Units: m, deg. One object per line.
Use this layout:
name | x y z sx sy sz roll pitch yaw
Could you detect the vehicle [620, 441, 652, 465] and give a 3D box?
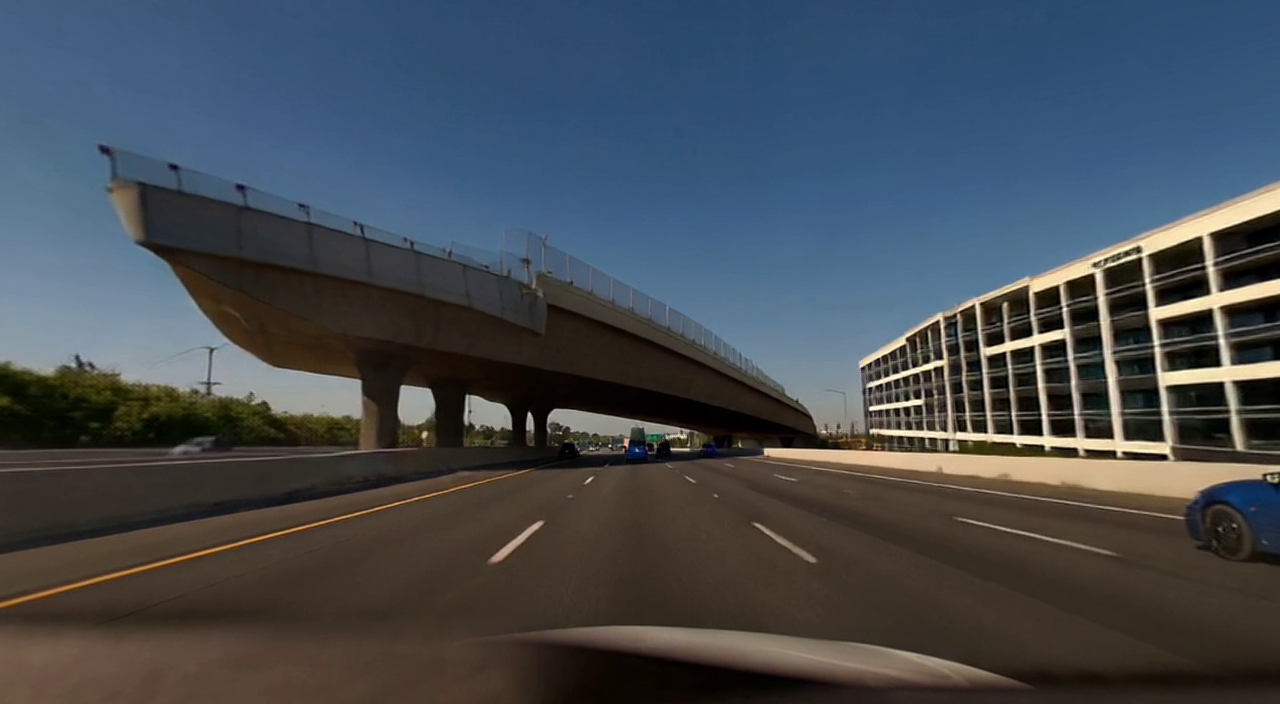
vehicle | -0.249 6.744 42.125 2.036 1.542 3.891 0 -8 0
